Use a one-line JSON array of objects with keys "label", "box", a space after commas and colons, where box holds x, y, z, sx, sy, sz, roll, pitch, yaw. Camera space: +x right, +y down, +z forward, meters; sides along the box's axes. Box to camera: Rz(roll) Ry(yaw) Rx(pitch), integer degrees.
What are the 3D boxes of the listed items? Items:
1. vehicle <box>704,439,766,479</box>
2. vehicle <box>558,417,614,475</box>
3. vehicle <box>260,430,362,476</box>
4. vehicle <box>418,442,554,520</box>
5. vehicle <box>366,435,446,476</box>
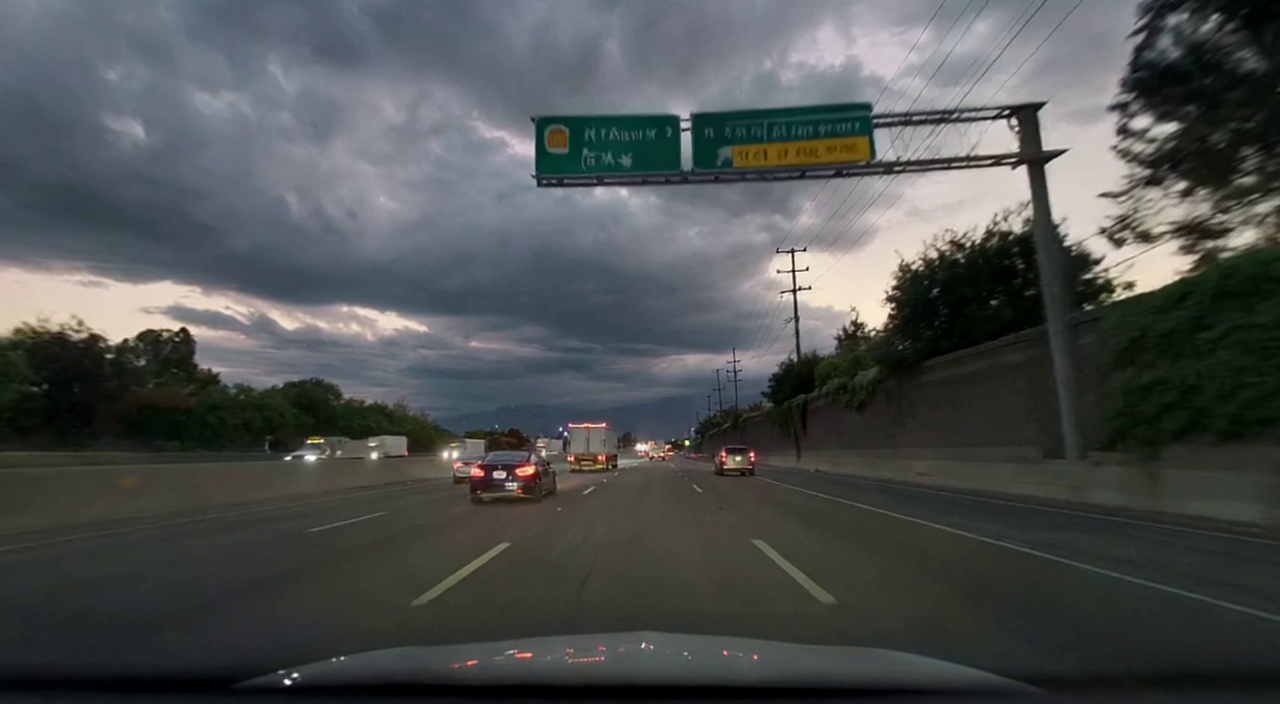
[{"label": "vehicle", "box": [4.565, 5.209, 31.033, 2.214, 1.799, 4.627, 0, -9, -1]}, {"label": "vehicle", "box": [-3.086, 5.640, 37.879, 2.632, 3.153, 6.879, 0, -9, 1]}, {"label": "vehicle", "box": [-19.251, 5.982, 37.416, 2.216, 2.481, 6.712, 0, -9, 2]}, {"label": "vehicle", "box": [-3.289, 2.839, 14.375, 2.004, 1.498, 4.043, 0, -9, 1]}, {"label": "vehicle", "box": [-15.046, 6.675, 41.015, 2.430, 2.421, 6.683, 0, -9, 2]}]
